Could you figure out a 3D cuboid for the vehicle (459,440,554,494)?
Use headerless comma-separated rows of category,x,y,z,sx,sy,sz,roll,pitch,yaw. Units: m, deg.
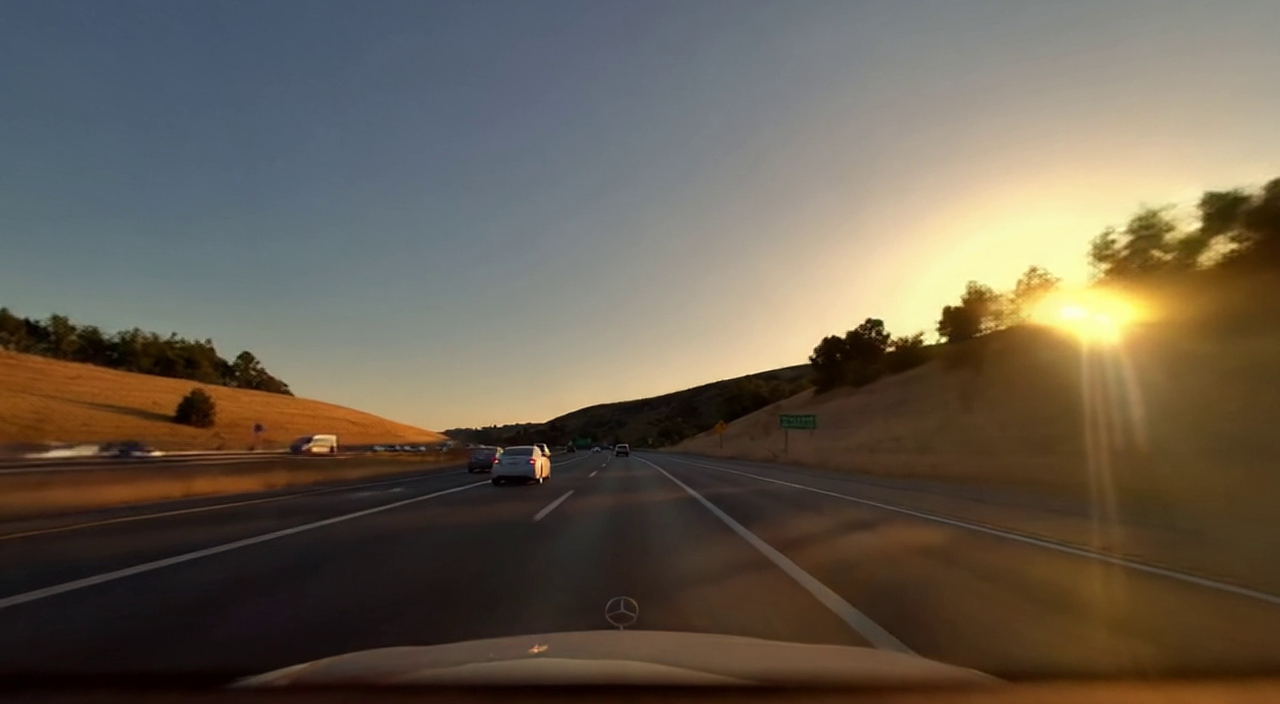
vehicle,-4.128,3.635,20.331,2.073,1.516,4.478,0,-9,0

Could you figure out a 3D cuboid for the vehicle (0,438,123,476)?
vehicle,-25.240,4.490,27.238,1.854,1.453,4.829,0,-9,0
